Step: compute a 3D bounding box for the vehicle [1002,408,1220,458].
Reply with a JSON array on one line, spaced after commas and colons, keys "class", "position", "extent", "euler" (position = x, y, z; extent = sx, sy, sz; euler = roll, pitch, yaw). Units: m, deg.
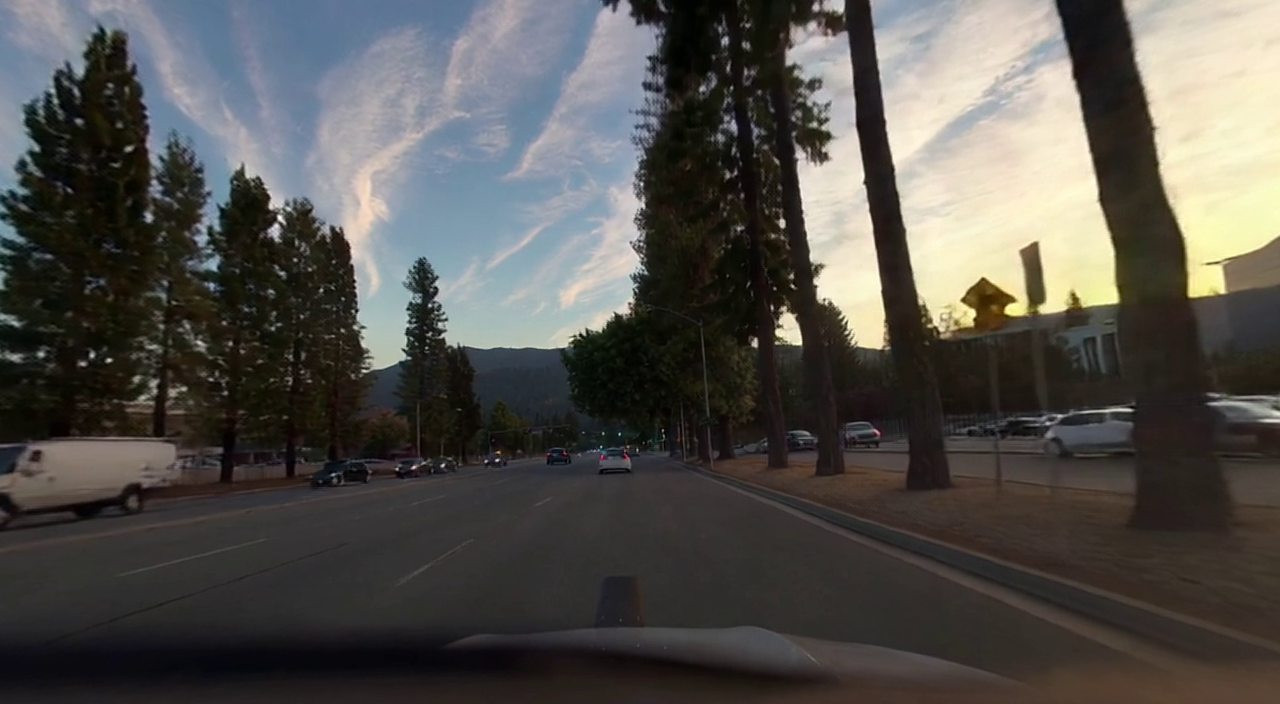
[{"class": "vehicle", "position": [14.470, 2.539, 19.684], "extent": [5.047, 1.461, 2.133], "euler": [0, -9, 1]}]

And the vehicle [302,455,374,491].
[{"class": "vehicle", "position": [-16.970, 6.800, 35.740], "extent": [2.016, 1.598, 4.545], "euler": [-5, -8, -2]}]

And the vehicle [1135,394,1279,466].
[{"class": "vehicle", "position": [13.881, 1.694, 13.633], "extent": [4.739, 1.424, 1.936], "euler": [-1, -9, -1]}]

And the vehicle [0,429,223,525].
[{"class": "vehicle", "position": [-18.399, 4.044, 21.352], "extent": [2.599, 2.675, 7.177], "euler": [-2, -9, 13]}]

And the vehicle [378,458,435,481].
[{"class": "vehicle", "position": [-16.417, 8.251, 44.673], "extent": [2.058, 1.459, 4.704], "euler": [0, -9, 2]}]

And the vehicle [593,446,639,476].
[{"class": "vehicle", "position": [-1.252, 6.034, 35.257], "extent": [2.235, 1.500, 4.420], "euler": [0, -8, 2]}]

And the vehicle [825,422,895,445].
[{"class": "vehicle", "position": [15.221, 5.695, 43.801], "extent": [3.956, 1.504, 2.170], "euler": [2, -9, -9]}]
